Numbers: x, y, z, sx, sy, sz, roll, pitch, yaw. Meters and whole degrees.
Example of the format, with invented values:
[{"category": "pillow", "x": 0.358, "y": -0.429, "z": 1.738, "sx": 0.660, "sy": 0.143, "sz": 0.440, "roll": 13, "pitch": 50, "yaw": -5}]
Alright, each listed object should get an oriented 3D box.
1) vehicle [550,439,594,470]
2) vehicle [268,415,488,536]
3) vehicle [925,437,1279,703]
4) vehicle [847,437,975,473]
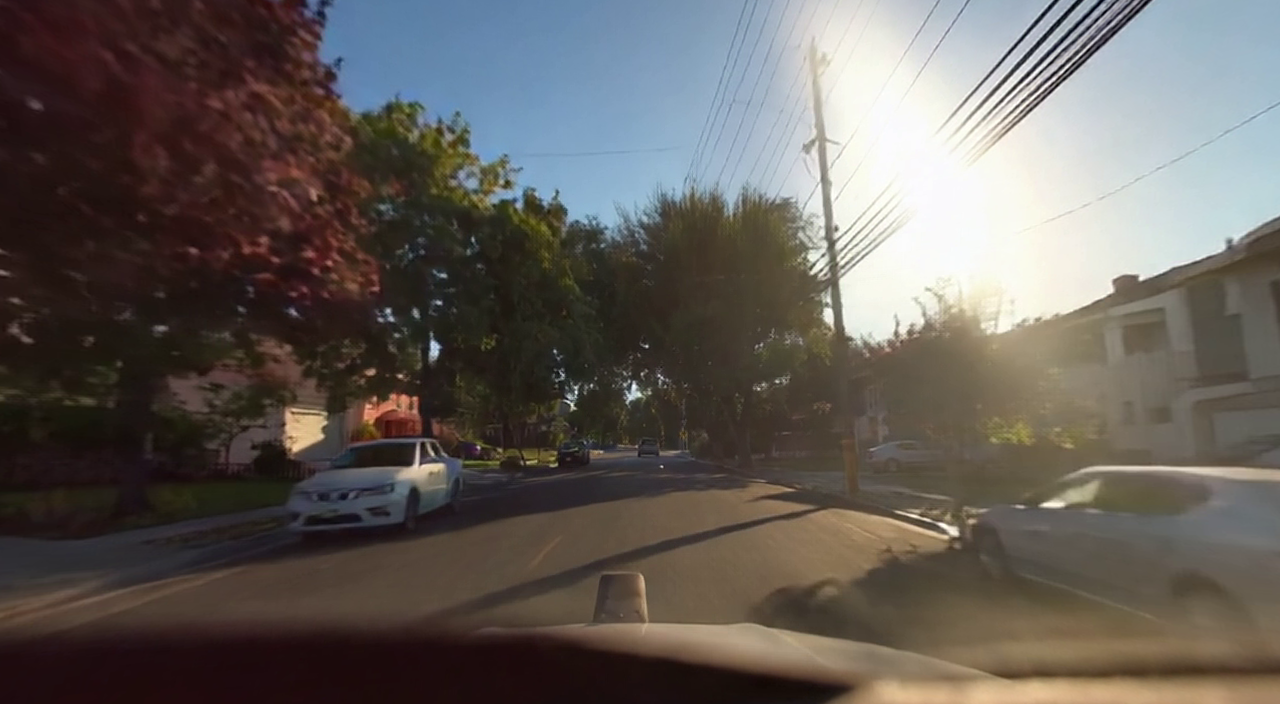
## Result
[{"category": "vehicle", "x": -4.253, "y": 6.430, "z": 40.013, "sx": 2.207, "sy": 1.669, "sz": 4.363, "roll": -3, "pitch": -7, "yaw": 1}, {"category": "vehicle", "x": -4.643, "y": 2.232, "z": 12.300, "sx": 2.164, "sy": 1.810, "sz": 5.044, "roll": 1, "pitch": -7, "yaw": -1}, {"category": "vehicle", "x": 4.452, "y": 1.458, "z": 5.093, "sx": 2.094, "sy": 1.490, "sz": 4.739, "roll": 0, "pitch": -8, "yaw": 0}, {"category": "vehicle", "x": 11.990, "y": 4.579, "z": 28.217, "sx": 4.700, "sy": 1.441, "sz": 2.167, "roll": -1, "pitch": -8, "yaw": -1}]
